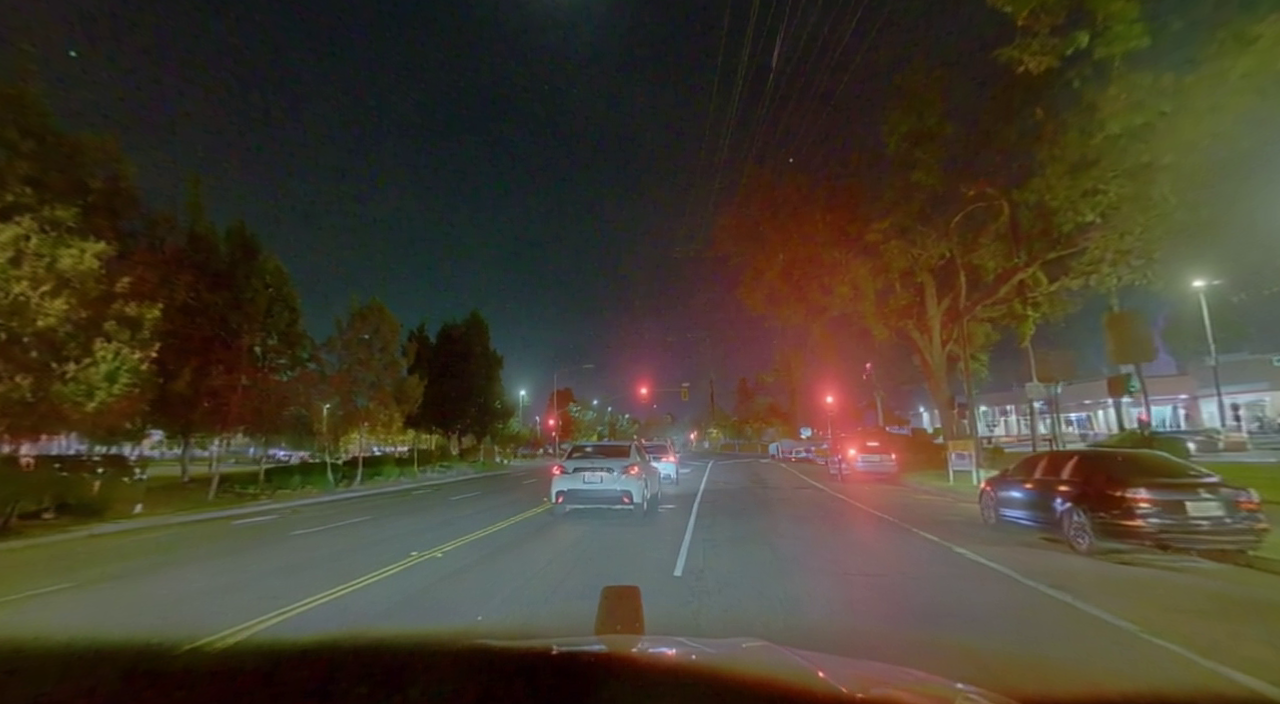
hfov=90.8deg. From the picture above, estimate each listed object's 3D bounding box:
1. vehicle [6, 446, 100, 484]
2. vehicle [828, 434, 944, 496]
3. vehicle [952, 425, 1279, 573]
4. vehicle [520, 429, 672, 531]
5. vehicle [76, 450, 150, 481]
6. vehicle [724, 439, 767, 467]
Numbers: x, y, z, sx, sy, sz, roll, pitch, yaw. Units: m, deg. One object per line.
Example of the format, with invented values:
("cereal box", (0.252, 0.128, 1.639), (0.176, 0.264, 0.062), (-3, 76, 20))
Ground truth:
("vehicle", (-26.462, 5.024, 28.463), (4.127, 1.583, 1.978), (-5, -10, 32))
("vehicle", (6.677, 3.082, 17.713), (1.910, 1.493, 4.490), (-1, -8, 7))
("vehicle", (6.169, 1.819, 8.690), (1.857, 1.483, 4.430), (-1, -8, 6))
("vehicle", (-0.565, 2.220, 11.600), (1.968, 1.497, 4.286), (-1, -8, 7))
("vehicle", (-25.868, 5.526, 30.962), (3.527, 1.390, 1.681), (-5, -10, 32))
("vehicle", (5.906, 5.677, 35.801), (2.095, 1.473, 4.301), (-1, -8, 6))
